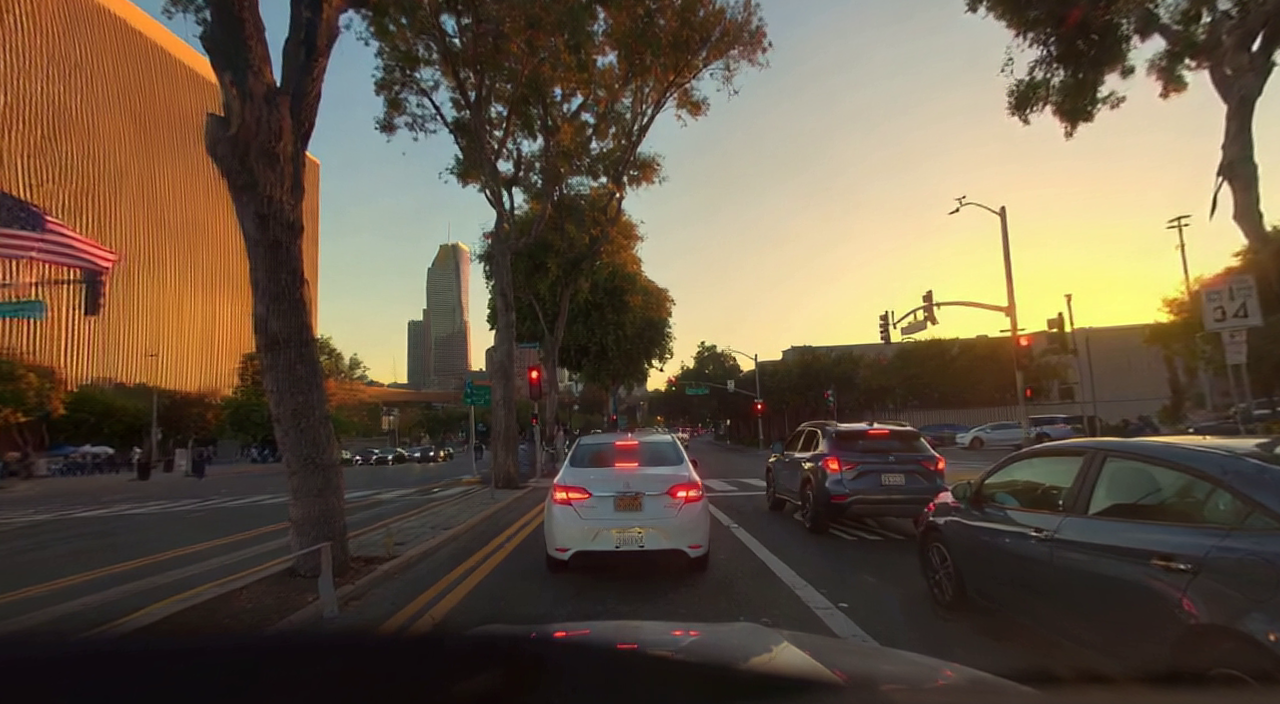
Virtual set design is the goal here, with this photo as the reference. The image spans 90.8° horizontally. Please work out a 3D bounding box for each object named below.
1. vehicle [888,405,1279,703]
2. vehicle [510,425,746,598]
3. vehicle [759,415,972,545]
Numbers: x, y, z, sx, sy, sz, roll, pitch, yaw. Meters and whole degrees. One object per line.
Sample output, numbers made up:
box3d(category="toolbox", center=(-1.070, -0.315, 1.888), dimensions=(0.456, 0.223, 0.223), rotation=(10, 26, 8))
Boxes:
box3d(category="vehicle", center=(3.379, 1.177, 4.011), dimensions=(1.833, 1.465, 4.258), rotation=(0, -8, -1))
box3d(category="vehicle", center=(-0.109, 1.702, 7.570), dimensions=(2.096, 1.521, 3.747), rotation=(0, -8, 0))
box3d(category="vehicle", center=(3.502, 2.079, 10.934), dimensions=(1.978, 1.738, 4.599), rotation=(0, -8, 0))
